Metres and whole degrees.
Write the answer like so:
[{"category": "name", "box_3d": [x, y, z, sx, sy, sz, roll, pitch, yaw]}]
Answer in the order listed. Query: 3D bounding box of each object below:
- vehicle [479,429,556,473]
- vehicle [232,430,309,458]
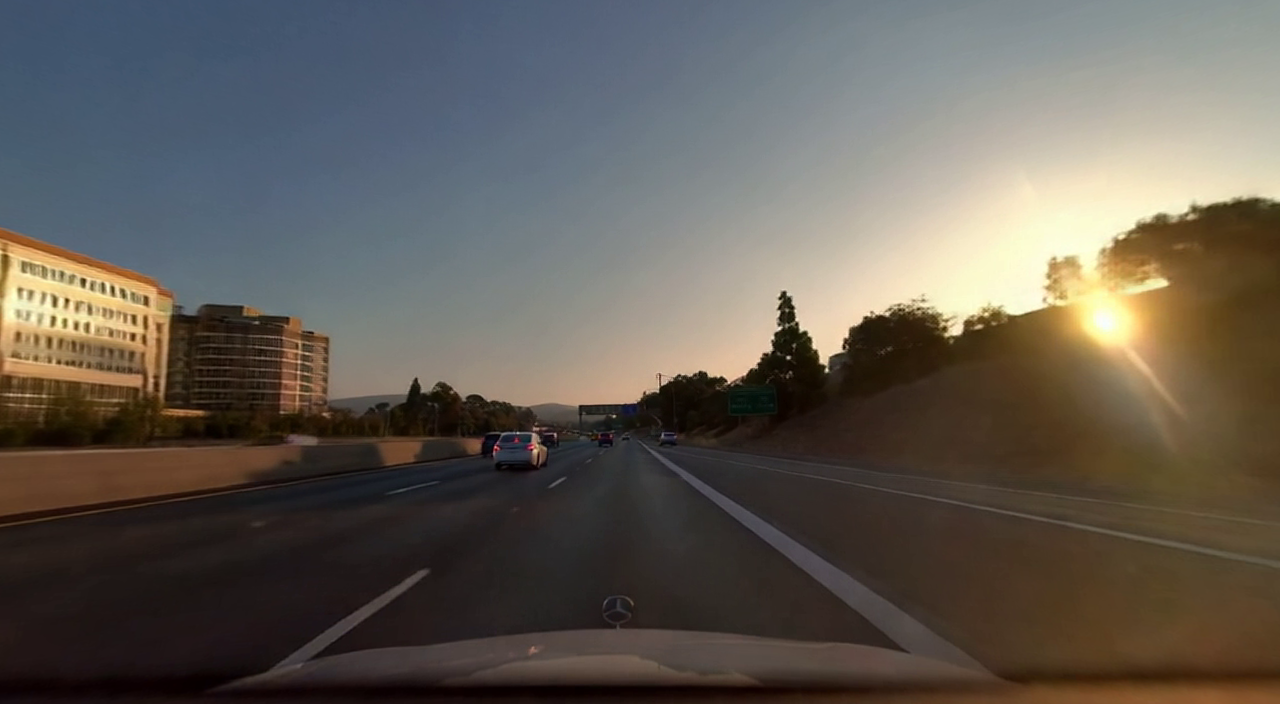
[{"category": "vehicle", "box_3d": [-4.455, 3.669, 23.611, 1.996, 1.490, 4.571, 0, -8, 0]}, {"category": "vehicle", "box_3d": [-20.891, 5.207, 35.716, 1.847, 1.522, 4.153, 0, -8, 0]}]
